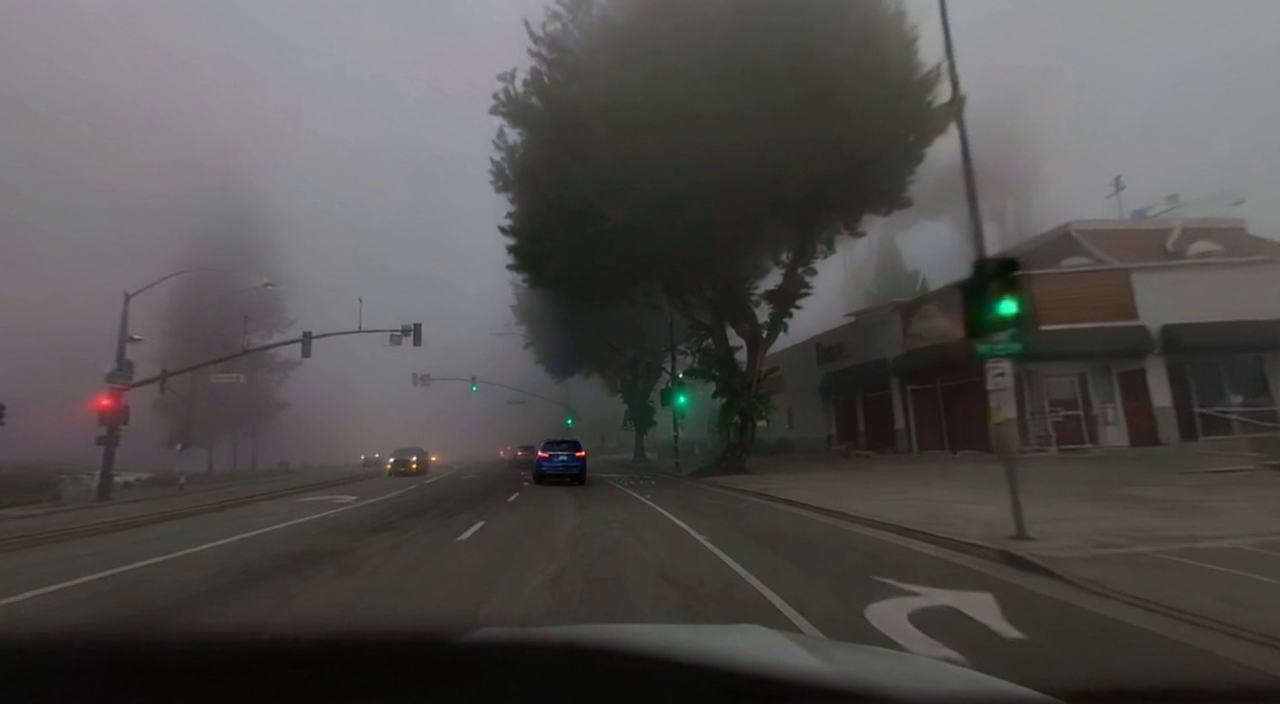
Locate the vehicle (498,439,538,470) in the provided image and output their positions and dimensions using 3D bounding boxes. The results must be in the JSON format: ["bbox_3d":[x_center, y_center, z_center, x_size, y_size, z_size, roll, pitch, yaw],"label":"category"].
[{"bbox_3d":[-8.332,6.902,42.811,2.067,1.947,4.628,2,-9,-18],"label":"vehicle"}]

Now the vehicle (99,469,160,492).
[{"bbox_3d":[-39.521,9.951,49.034,2.004,1.479,4.230,2,-9,-14],"label":"vehicle"}]

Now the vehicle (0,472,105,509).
[{"bbox_3d":[-29.619,6.733,30.757,4.804,1.544,2.244,2,-9,-17],"label":"vehicle"}]

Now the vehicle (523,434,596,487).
[{"bbox_3d":[-3.045,3.948,23.286,2.227,1.733,3.930,2,-9,-13],"label":"vehicle"}]
